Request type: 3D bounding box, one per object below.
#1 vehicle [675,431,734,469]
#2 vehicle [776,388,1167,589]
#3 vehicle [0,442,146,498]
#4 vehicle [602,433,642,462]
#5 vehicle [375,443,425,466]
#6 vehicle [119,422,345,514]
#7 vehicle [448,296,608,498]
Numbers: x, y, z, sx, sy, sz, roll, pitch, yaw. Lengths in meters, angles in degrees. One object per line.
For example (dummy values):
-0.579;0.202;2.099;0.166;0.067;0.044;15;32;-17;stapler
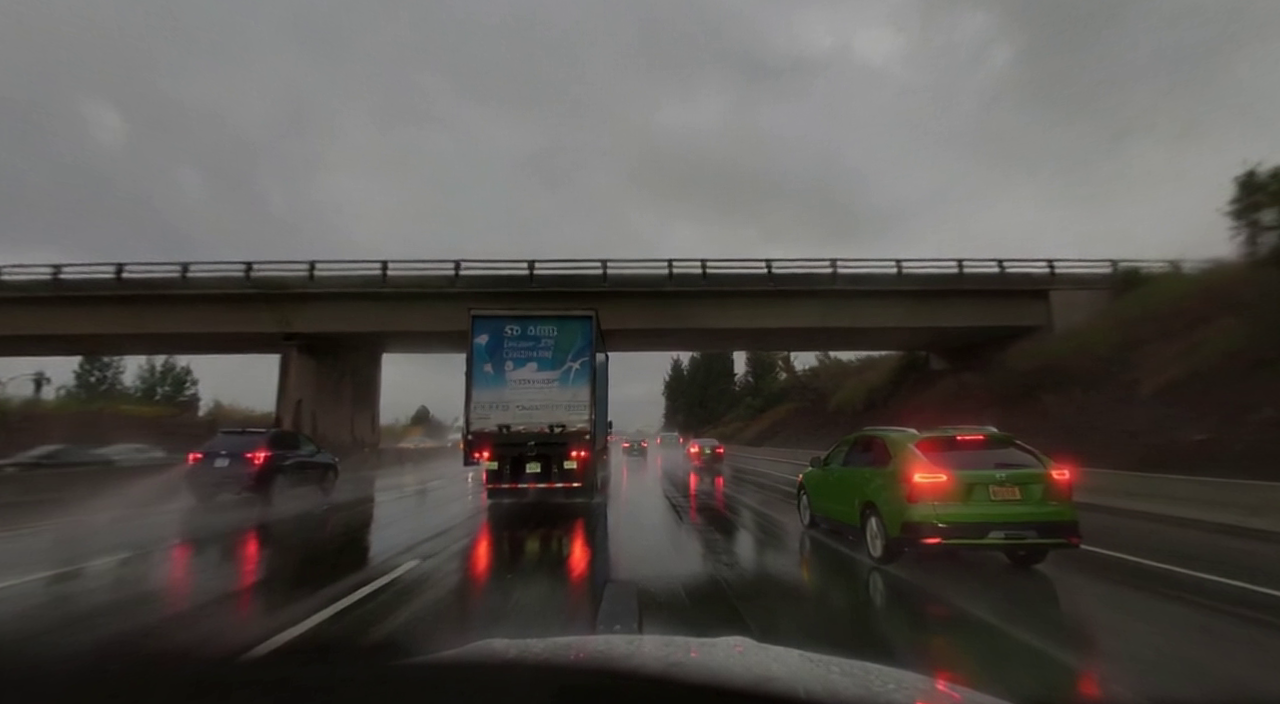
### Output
2.776;4.339;28.194;2.003;1.519;4.580;0;-8;-2;vehicle
3.248;1.422;7.479;2.118;1.647;4.400;0;-8;-2;vehicle
-19.882;3.968;21.671;2.008;1.646;4.615;0;-8;-1;vehicle
-1.002;5.435;36.040;2.168;1.547;4.618;0;-8;-1;vehicle
-17.070;7.304;44.985;1.874;1.491;4.393;0;-8;0;vehicle
-8.544;2.429;13.796;2.048;1.652;4.421;0;-8;-1;vehicle
-2.487;1.481;16.783;2.911;3.787;9.905;1;-8;-5;vehicle
